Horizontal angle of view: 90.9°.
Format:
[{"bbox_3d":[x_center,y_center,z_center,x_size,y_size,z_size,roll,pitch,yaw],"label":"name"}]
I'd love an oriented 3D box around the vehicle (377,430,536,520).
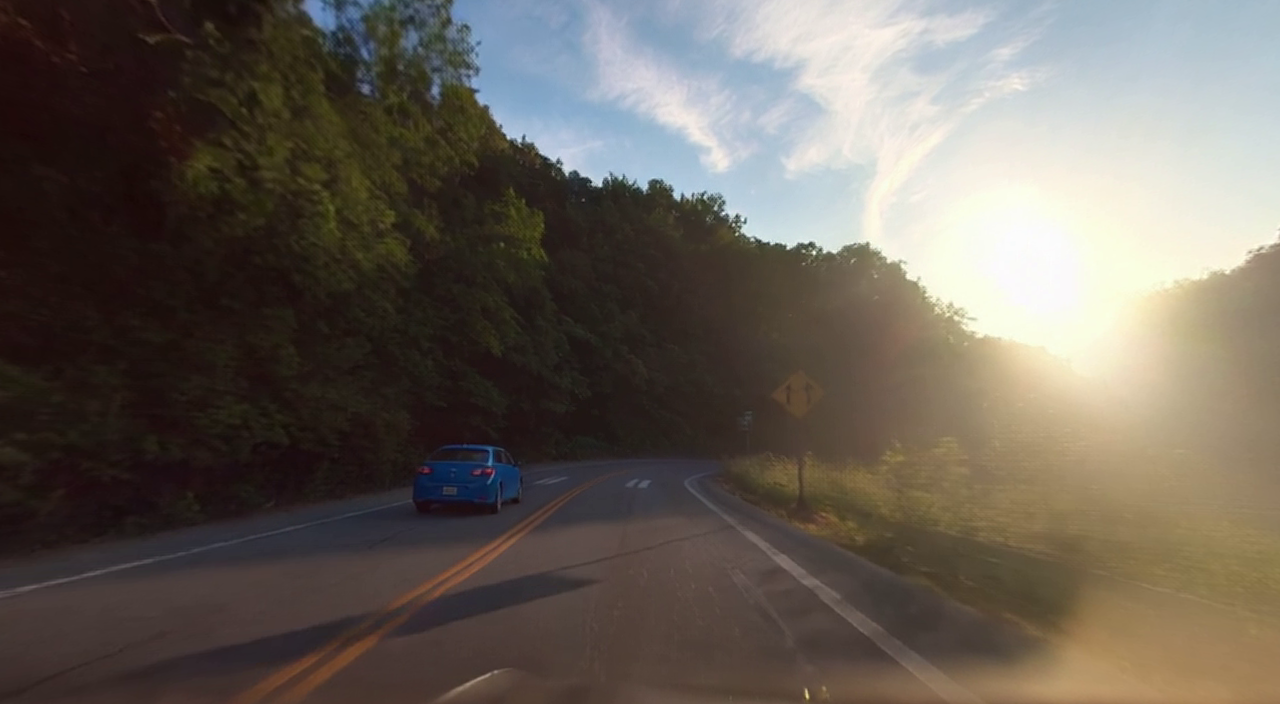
[{"bbox_3d":[-3.630,2.533,13.369,2.078,1.607,3.959,0,-9,1],"label":"vehicle"}]
